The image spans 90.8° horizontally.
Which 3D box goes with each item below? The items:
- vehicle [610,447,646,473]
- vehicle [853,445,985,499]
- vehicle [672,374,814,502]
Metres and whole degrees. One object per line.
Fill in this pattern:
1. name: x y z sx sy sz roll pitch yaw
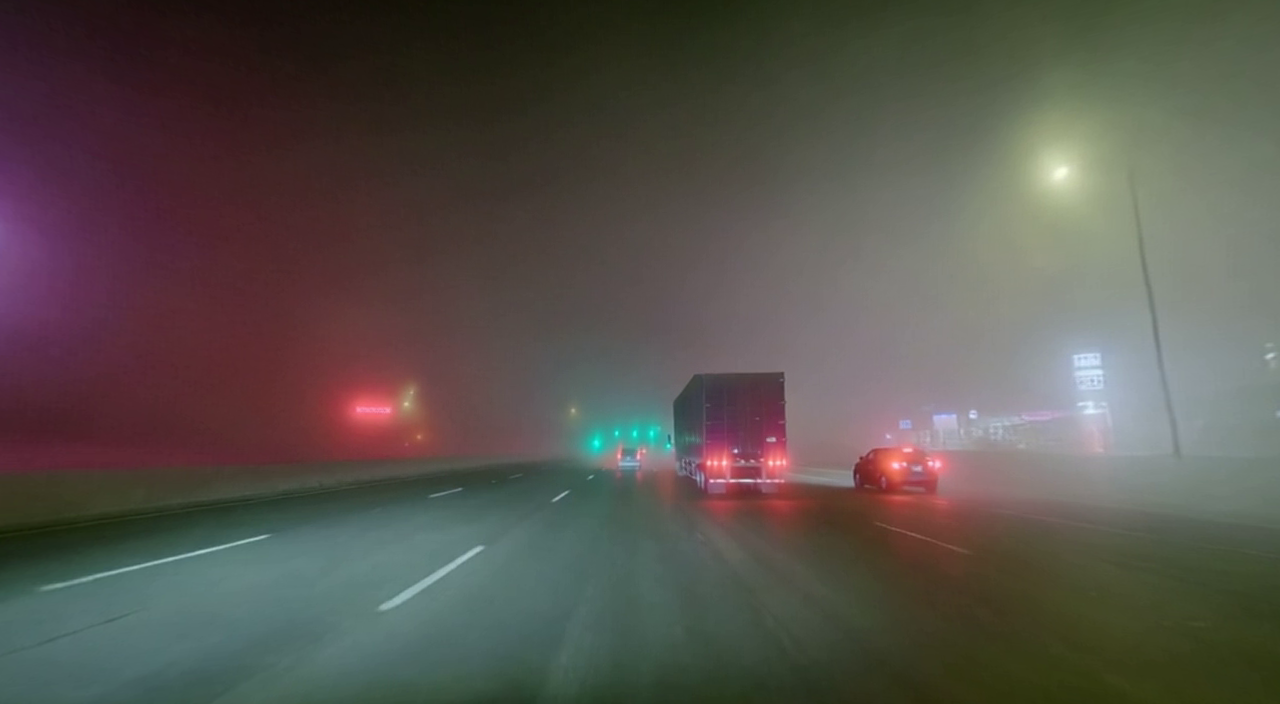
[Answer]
1. vehicle: -0.647 6.085 35.876 1.929 1.395 3.999 0 -9 0
2. vehicle: 8.607 3.700 20.025 2.105 1.494 4.537 0 -9 0
3. vehicle: 2.959 3.058 22.106 2.934 3.325 10.986 0 -9 -1
